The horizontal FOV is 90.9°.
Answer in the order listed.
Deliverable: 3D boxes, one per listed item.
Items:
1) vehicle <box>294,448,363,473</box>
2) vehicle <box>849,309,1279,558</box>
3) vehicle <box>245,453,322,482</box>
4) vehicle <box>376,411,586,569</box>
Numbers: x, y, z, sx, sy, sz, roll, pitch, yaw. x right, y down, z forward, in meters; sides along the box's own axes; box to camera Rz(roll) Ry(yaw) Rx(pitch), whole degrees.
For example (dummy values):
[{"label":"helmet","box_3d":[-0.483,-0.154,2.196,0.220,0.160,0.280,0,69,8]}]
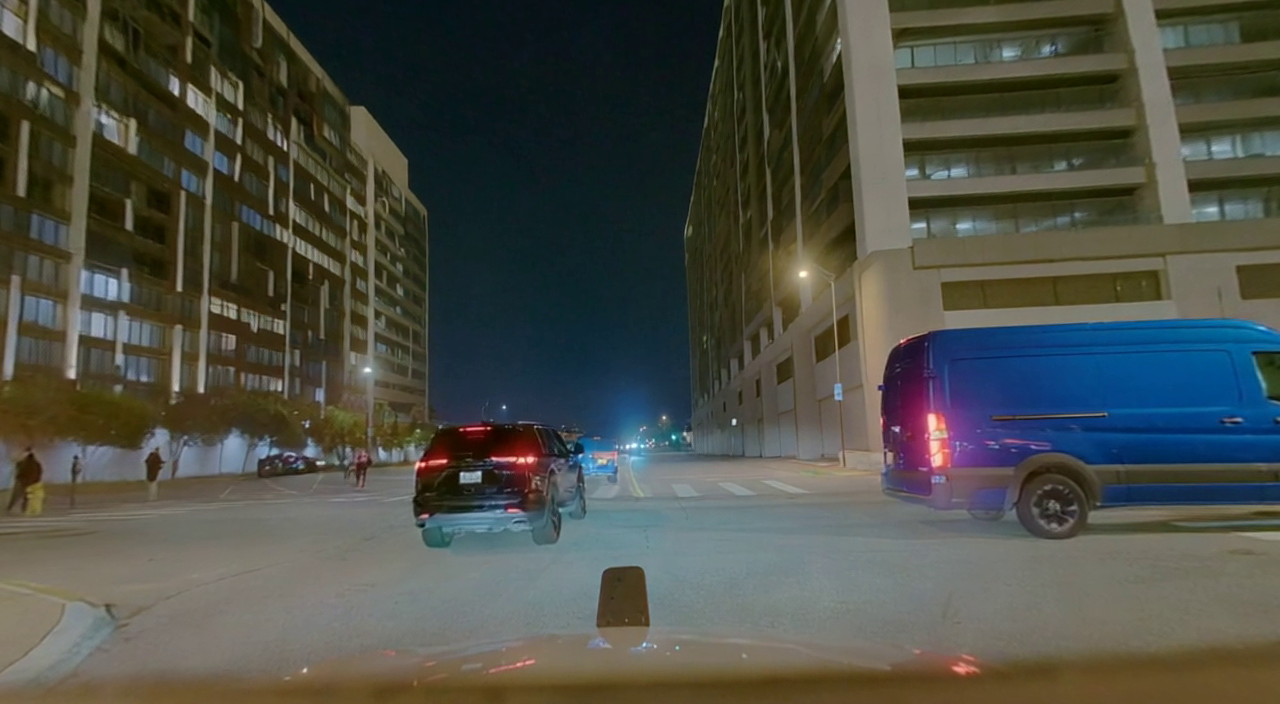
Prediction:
[{"label":"vehicle","box_3d":[-19.878,6.933,40.315,3.692,1.509,1.803,3,-9,-20]},{"label":"vehicle","box_3d":[6.663,1.053,8.235,6.932,2.753,2.446,0,-8,1]},{"label":"vehicle","box_3d":[-19.446,6.290,34.513,3.467,1.456,1.649,4,-9,-24]},{"label":"vehicle","box_3d":[-1.941,1.838,9.144,2.144,1.733,4.115,0,-8,-3]}]
